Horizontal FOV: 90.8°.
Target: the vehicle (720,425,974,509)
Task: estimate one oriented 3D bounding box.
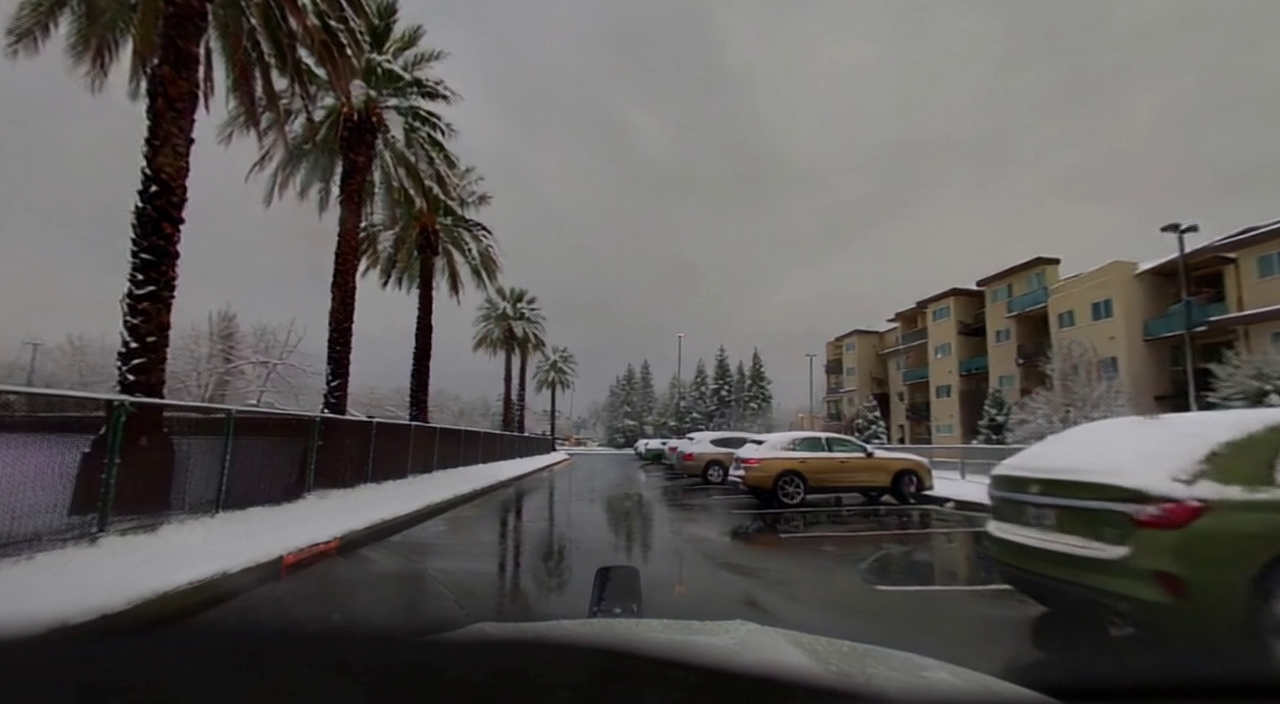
[{"bbox_3d":[4.812,2.722,15.192,5.381,1.826,2.047,1,-9,-7],"label":"vehicle"}]

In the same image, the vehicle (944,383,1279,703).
[{"bbox_3d":[4.790,1.176,4.068,4.803,1.520,1.894,4,-7,-6],"label":"vehicle"}]
